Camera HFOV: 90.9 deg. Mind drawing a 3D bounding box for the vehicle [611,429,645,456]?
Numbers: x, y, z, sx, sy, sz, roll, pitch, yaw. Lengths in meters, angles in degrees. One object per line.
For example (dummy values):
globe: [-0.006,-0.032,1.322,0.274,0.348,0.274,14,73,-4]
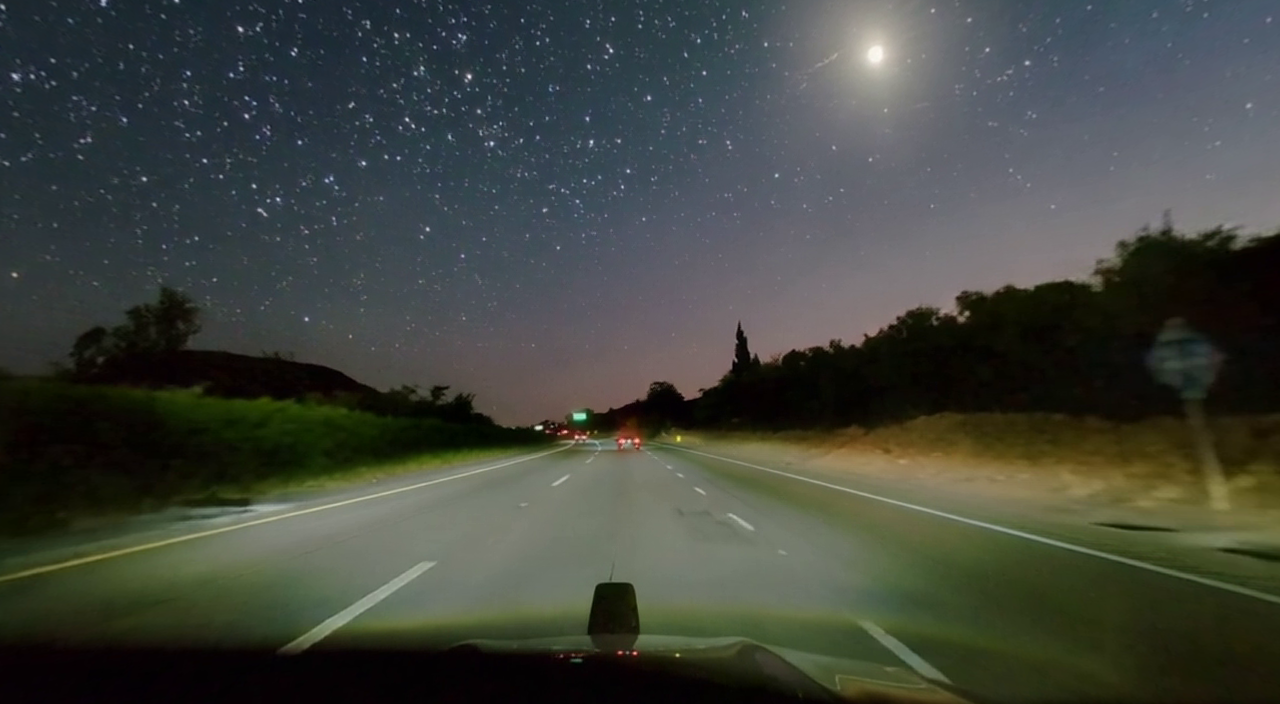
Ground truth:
vehicle: [-0.804,5.798,40.382,2.041,1.618,3.898,0,-8,-3]
